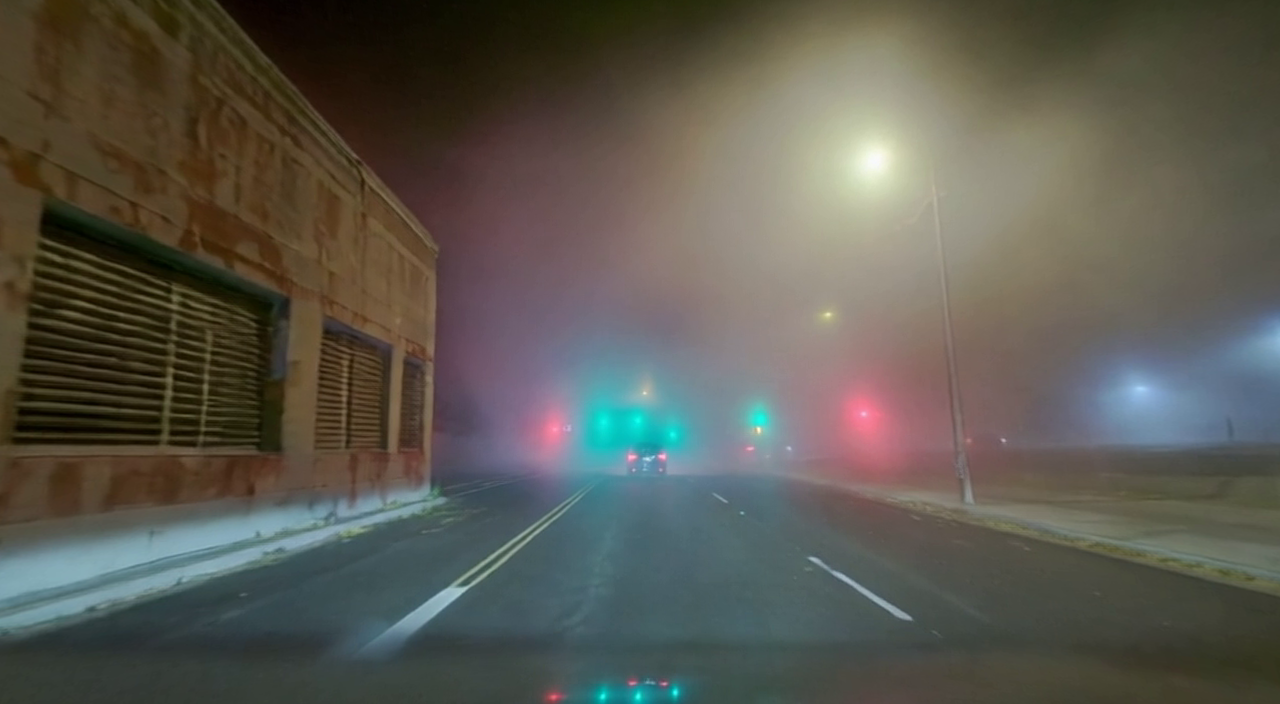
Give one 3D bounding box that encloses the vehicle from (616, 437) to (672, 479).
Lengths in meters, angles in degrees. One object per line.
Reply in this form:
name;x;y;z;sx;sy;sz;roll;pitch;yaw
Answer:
vehicle;0.165;4.506;27.151;2.218;1.657;4.551;0;-8;0
